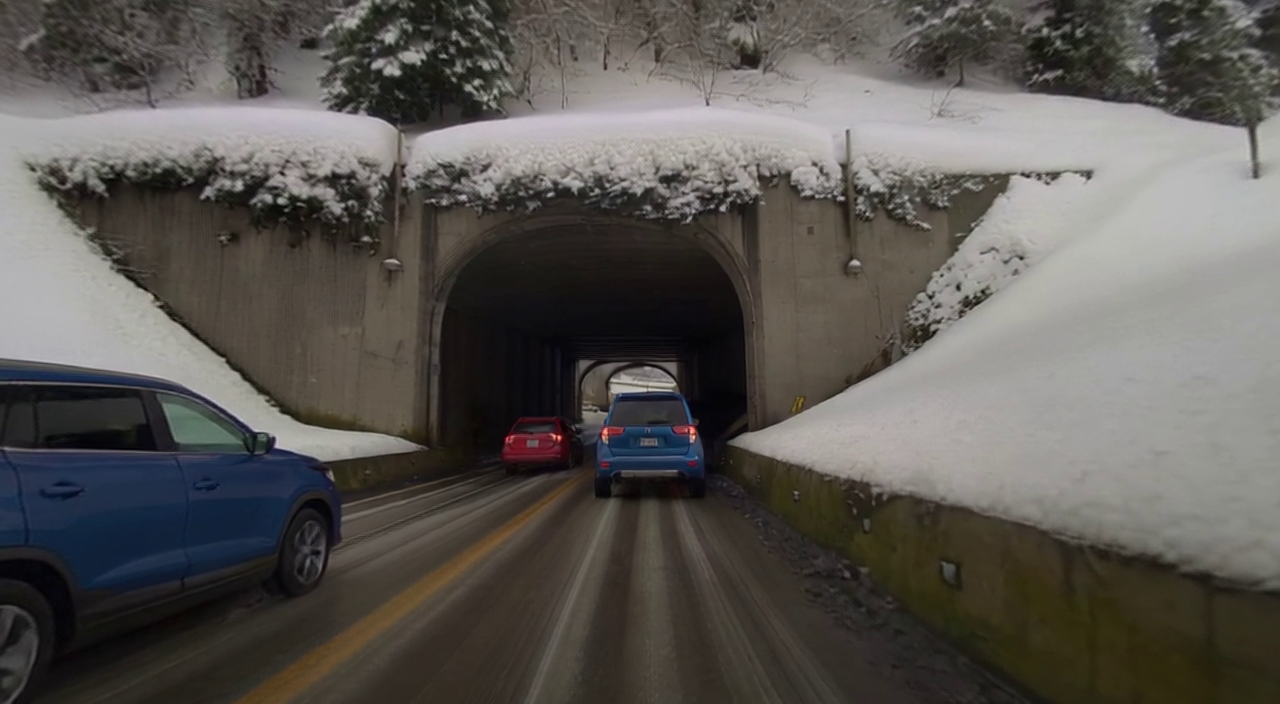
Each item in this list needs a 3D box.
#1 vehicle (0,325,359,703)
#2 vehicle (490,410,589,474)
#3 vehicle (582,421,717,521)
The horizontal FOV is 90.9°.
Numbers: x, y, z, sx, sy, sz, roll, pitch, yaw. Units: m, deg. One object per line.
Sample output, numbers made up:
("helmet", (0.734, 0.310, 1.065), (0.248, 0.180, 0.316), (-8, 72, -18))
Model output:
("vehicle", (-3.560, 0.896, 3.286), (2.017, 1.761, 4.572), (0, -8, 1))
("vehicle", (-3.348, 3.208, 22.465), (2.329, 1.948, 5.800), (-1, -8, 3))
("vehicle", (0.139, 2.088, 11.548), (2.020, 1.478, 4.092), (0, -8, 0))
